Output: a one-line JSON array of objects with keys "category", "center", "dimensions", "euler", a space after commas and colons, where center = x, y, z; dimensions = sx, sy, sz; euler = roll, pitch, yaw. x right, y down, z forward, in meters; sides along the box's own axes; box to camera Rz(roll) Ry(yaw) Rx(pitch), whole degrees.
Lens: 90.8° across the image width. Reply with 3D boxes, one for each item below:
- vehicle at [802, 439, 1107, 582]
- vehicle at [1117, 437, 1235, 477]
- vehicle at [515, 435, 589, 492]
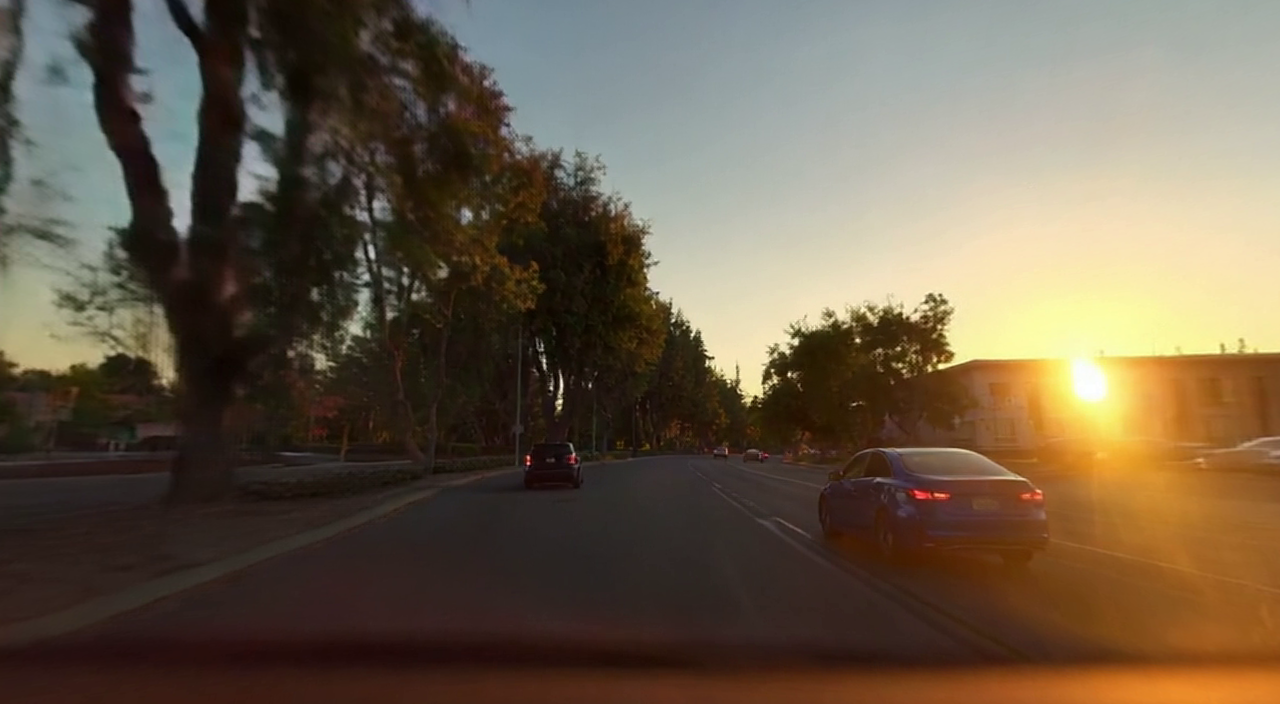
[{"category": "vehicle", "center": [3.753, 1.934, 8.631], "dimensions": [1.918, 1.418, 4.360], "euler": [0, -8, 0]}, {"category": "vehicle", "center": [24.679, 4.816, 29.113], "dimensions": [4.286, 1.712, 1.927], "euler": [2, -9, -15]}, {"category": "vehicle", "center": [-2.824, 3.692, 21.266], "dimensions": [2.085, 1.693, 4.301], "euler": [0, -8, -3]}]
